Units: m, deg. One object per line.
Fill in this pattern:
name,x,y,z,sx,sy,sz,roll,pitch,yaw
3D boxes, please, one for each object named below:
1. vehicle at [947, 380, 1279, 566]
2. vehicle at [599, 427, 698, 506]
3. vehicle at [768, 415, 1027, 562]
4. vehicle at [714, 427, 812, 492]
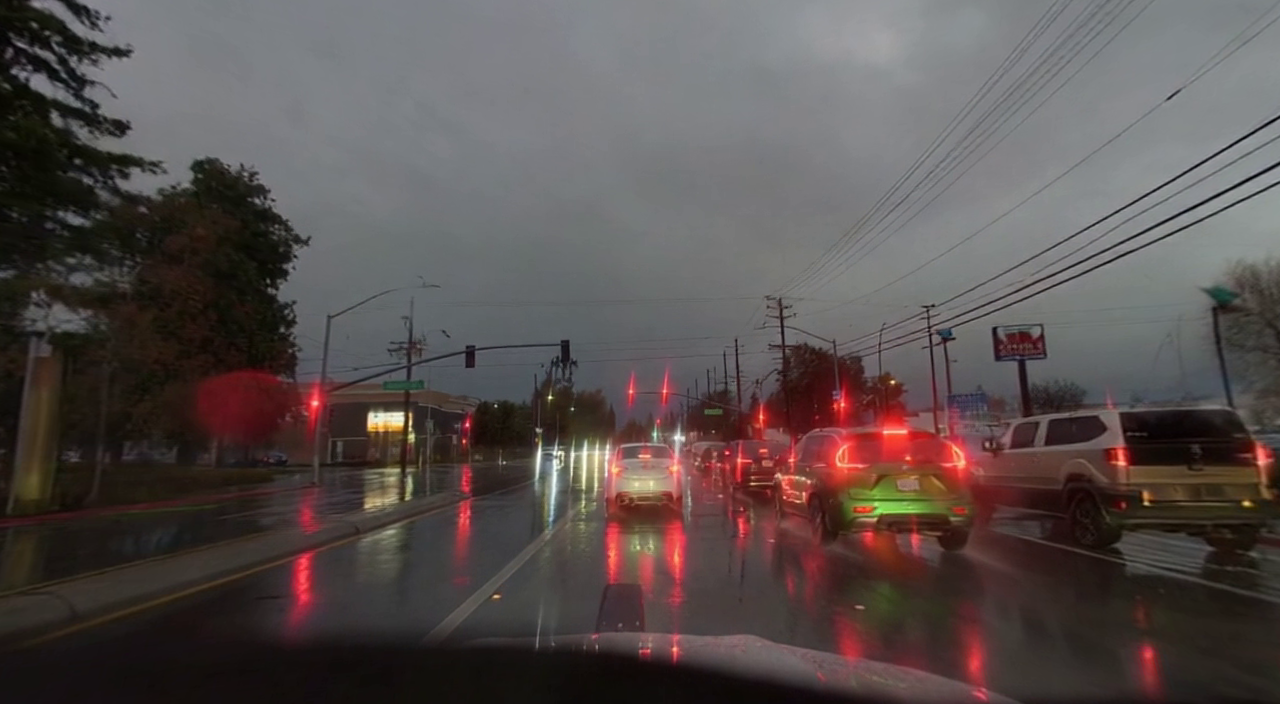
vehicle,6.673,1.618,9.071,2.080,1.958,4.653,0,-9,-1
vehicle,0.182,2.777,15.692,2.149,1.668,3.962,0,-9,0
vehicle,3.298,1.837,9.212,1.998,1.620,4.267,0,-9,1
vehicle,3.697,3.344,20.021,2.060,1.789,4.712,0,-9,-1
